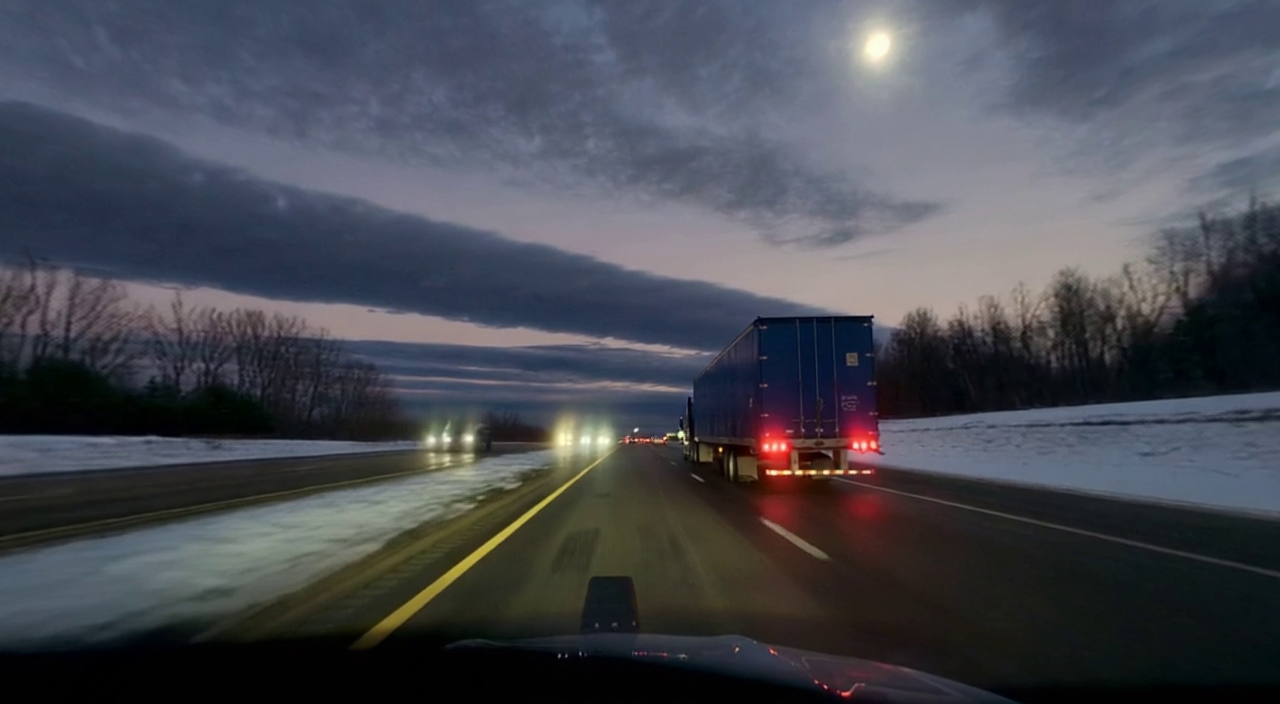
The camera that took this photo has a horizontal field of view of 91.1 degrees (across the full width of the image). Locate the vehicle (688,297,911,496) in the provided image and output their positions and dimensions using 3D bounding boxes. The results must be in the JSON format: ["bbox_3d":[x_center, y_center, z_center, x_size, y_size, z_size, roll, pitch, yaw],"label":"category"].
[{"bbox_3d":[4.038,2.064,22.006,3.203,4.273,17.131,0,-8,0],"label":"vehicle"}]

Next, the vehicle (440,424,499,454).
[{"bbox_3d":[-9.057,4.691,33.809,1.918,1.523,4.278,0,-8,1],"label":"vehicle"}]
